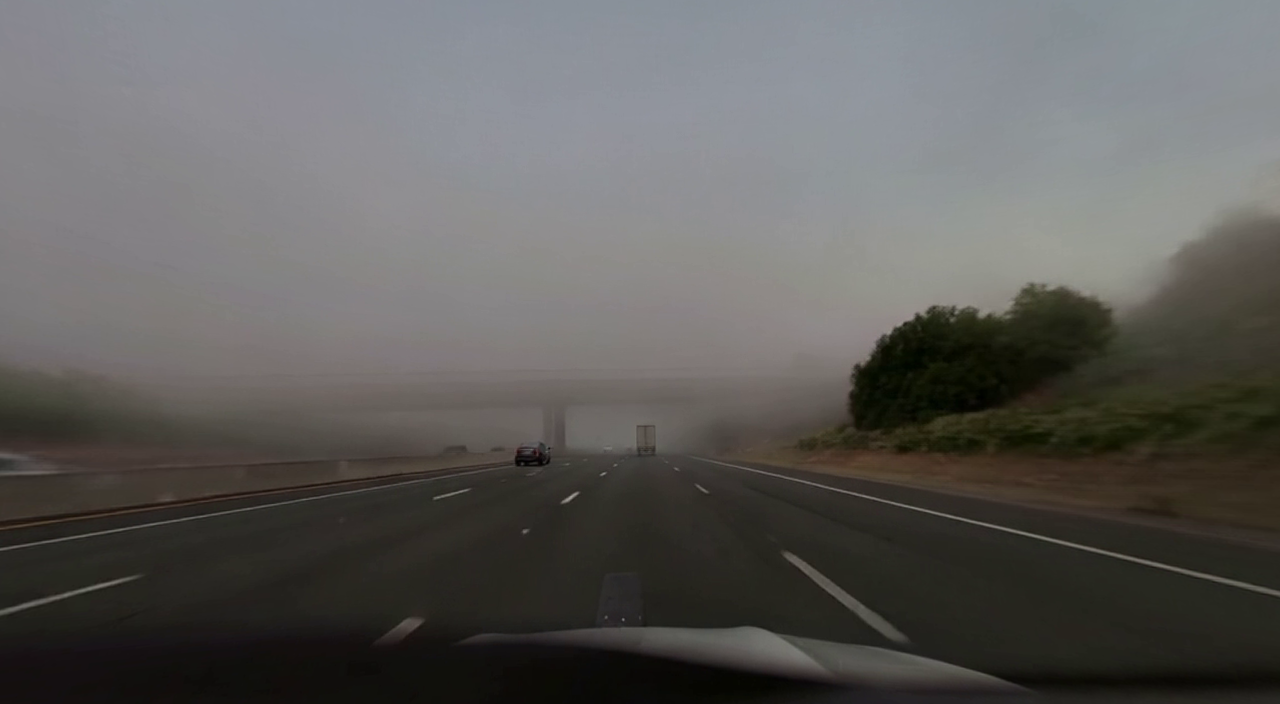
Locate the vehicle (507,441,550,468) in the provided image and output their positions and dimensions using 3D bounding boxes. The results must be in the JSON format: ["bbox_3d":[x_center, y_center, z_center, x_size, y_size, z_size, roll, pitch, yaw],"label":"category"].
[{"bbox_3d":[-7.203,6.662,41.228,1.981,1.685,4.171,0,-8,1],"label":"vehicle"}]

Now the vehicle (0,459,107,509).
[{"bbox_3d":[-20.867,4.408,21.248,1.779,1.445,4.509,0,-8,1],"label":"vehicle"}]
